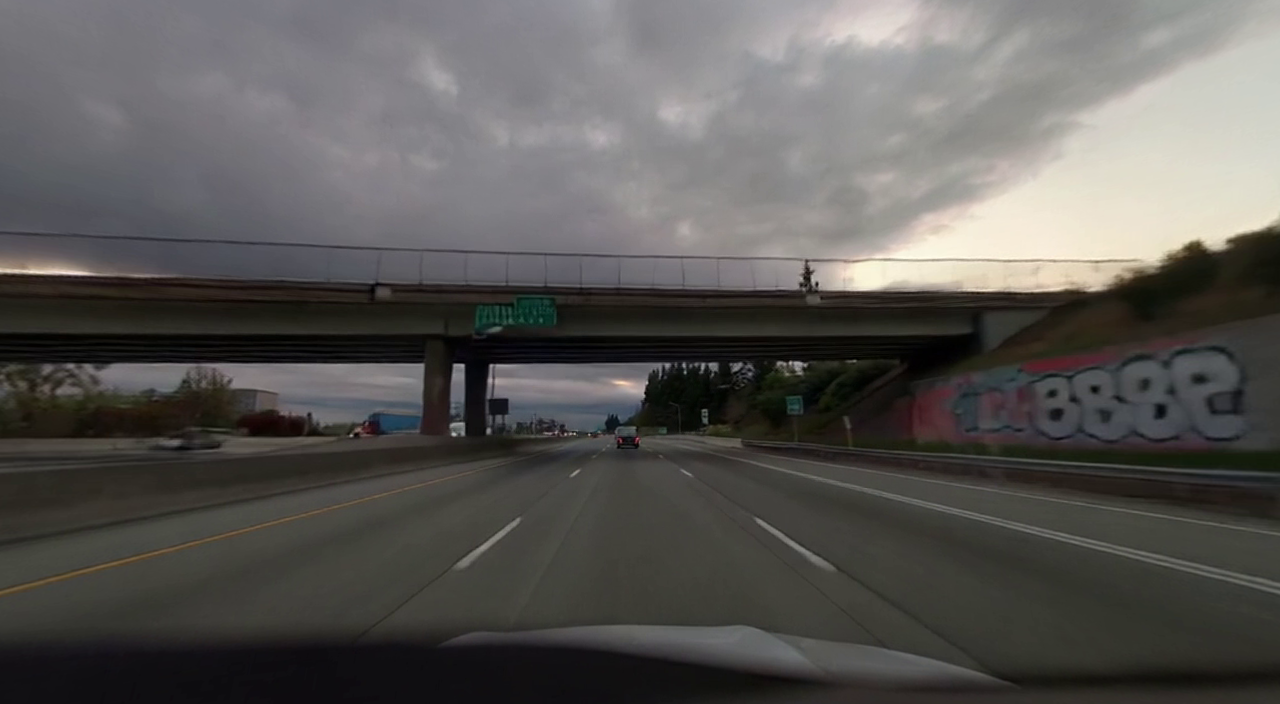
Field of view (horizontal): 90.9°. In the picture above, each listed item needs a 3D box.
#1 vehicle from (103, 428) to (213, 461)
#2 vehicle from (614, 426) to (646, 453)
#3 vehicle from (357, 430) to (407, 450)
[{"bbox_3d":[-23.212,4.466,30.584,1.828,1.475,4.273,0,-8,2],"label":"vehicle"},{"bbox_3d":[-0.803,6.590,47.319,2.277,1.913,4.510,0,-7,-2],"label":"vehicle"},{"bbox_3d":[-20.189,6.905,49.514,1.823,1.506,4.663,0,-8,1],"label":"vehicle"}]
